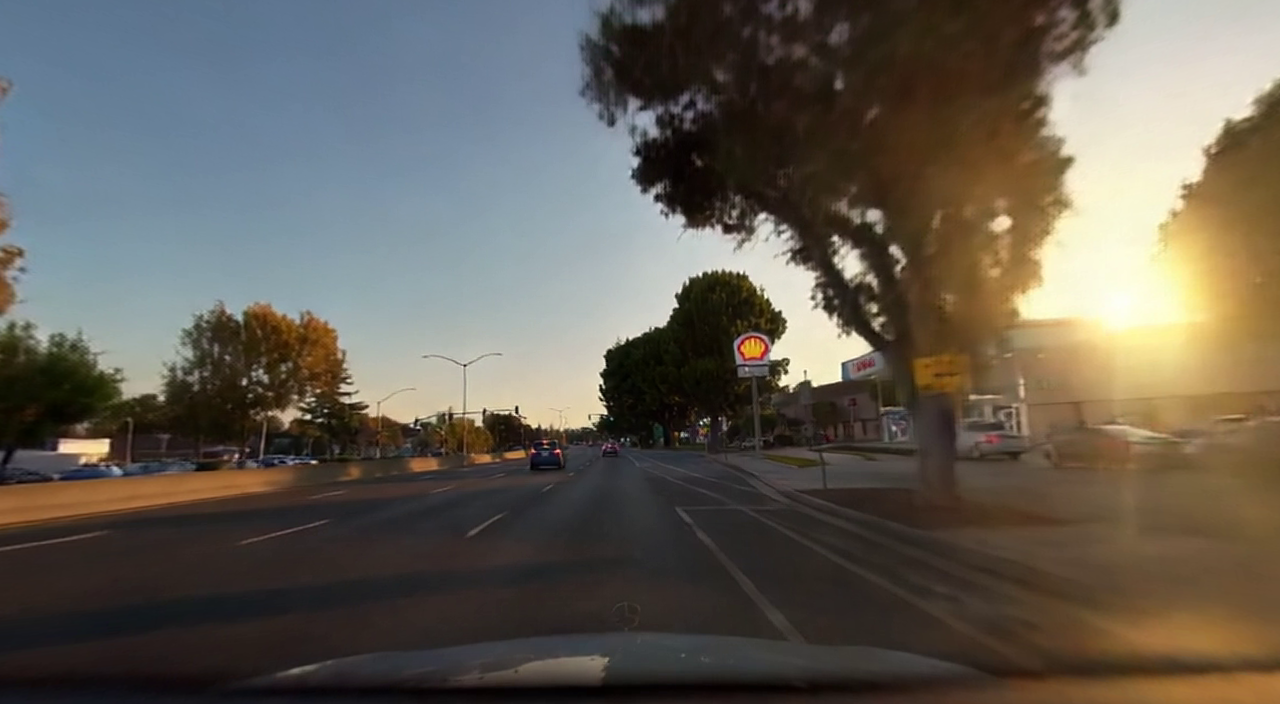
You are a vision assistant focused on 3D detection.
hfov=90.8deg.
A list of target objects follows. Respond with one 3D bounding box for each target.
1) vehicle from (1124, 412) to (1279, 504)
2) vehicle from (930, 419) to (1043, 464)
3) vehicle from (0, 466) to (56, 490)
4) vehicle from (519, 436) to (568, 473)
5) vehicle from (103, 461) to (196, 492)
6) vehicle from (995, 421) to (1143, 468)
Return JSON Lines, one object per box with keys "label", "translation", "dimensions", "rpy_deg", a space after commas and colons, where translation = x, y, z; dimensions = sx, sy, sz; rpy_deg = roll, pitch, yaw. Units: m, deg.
{"label": "vehicle", "translation": [12.842, 1.978, 12.578], "dimensions": [4.612, 1.491, 2.061], "rpy_deg": [-4, -8, 0]}
{"label": "vehicle", "translation": [13.781, 3.600, 25.386], "dimensions": [3.562, 1.693, 1.876], "rpy_deg": [-1, -10, 16]}
{"label": "vehicle", "translation": [-44.117, 8.876, 44.642], "dimensions": [1.661, 1.404, 4.308], "rpy_deg": [0, -8, -3]}
{"label": "vehicle", "translation": [-4.957, 5.335, 33.158], "dimensions": [1.985, 1.772, 4.479], "rpy_deg": [0, -8, -2]}
{"label": "vehicle", "translation": [-26.940, 6.833, 34.930], "dimensions": [1.802, 1.448, 4.408], "rpy_deg": [0, -9, -4]}
{"label": "vehicle", "translation": [13.468, 2.936, 19.995], "dimensions": [3.453, 1.409, 1.608], "rpy_deg": [0, -9, 1]}
